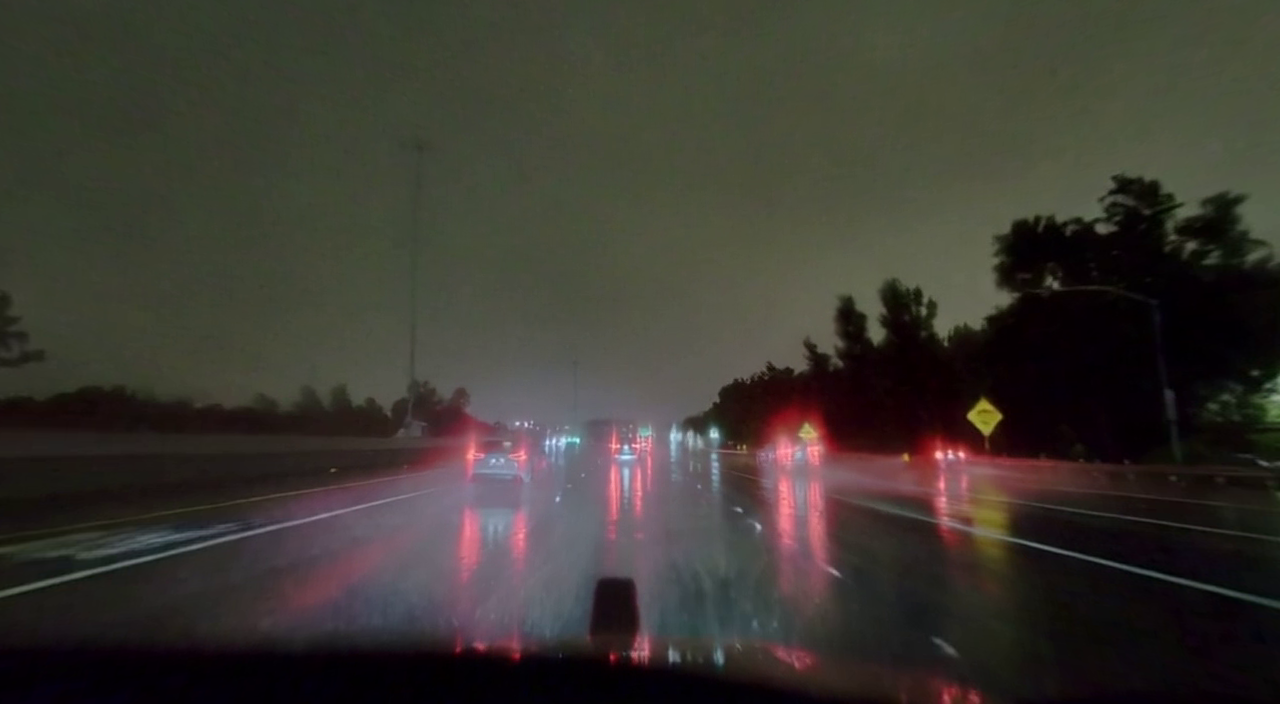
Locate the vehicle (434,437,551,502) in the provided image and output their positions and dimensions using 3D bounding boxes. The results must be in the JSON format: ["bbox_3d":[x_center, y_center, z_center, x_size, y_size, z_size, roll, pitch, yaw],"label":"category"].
[{"bbox_3d":[-3.954,3.235,17.968,2.140,1.574,4.946,0,-8,0],"label":"vehicle"}]

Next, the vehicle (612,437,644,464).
[{"bbox_3d":[-0.872,7.356,47.191,2.269,1.924,4.596,0,-8,-1],"label":"vehicle"}]
